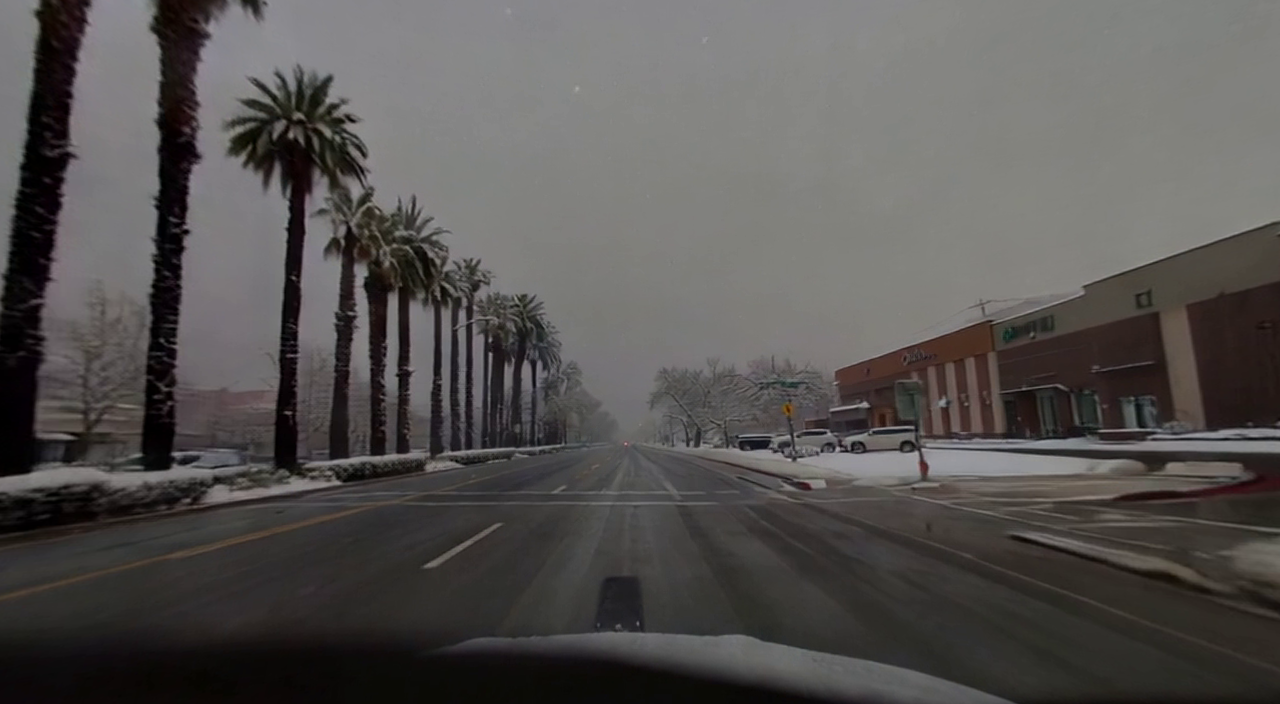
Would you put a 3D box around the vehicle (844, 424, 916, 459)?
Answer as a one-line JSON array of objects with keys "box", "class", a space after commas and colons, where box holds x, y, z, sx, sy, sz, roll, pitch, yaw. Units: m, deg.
[{"box": [12.534, 4.728, 33.309, 1.909, 1.686, 4.670, 0, -9, 0], "class": "vehicle"}]

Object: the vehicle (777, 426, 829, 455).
[{"box": [11.830, 6.513, 46.337, 2.332, 1.937, 5.400, 0, -9, -1], "class": "vehicle"}]

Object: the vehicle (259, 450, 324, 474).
[{"box": [-23.420, 7.395, 42.633, 1.880, 1.480, 4.451, 0, -9, -1], "class": "vehicle"}]

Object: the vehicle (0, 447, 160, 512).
[{"box": [-16.540, 3.584, 18.153, 1.876, 1.460, 4.483, -4, -7, 2], "class": "vehicle"}]

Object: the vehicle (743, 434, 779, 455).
[{"box": [8.978, 6.920, 47.166, 2.007, 1.525, 4.492, -1, -9, 3], "class": "vehicle"}]
